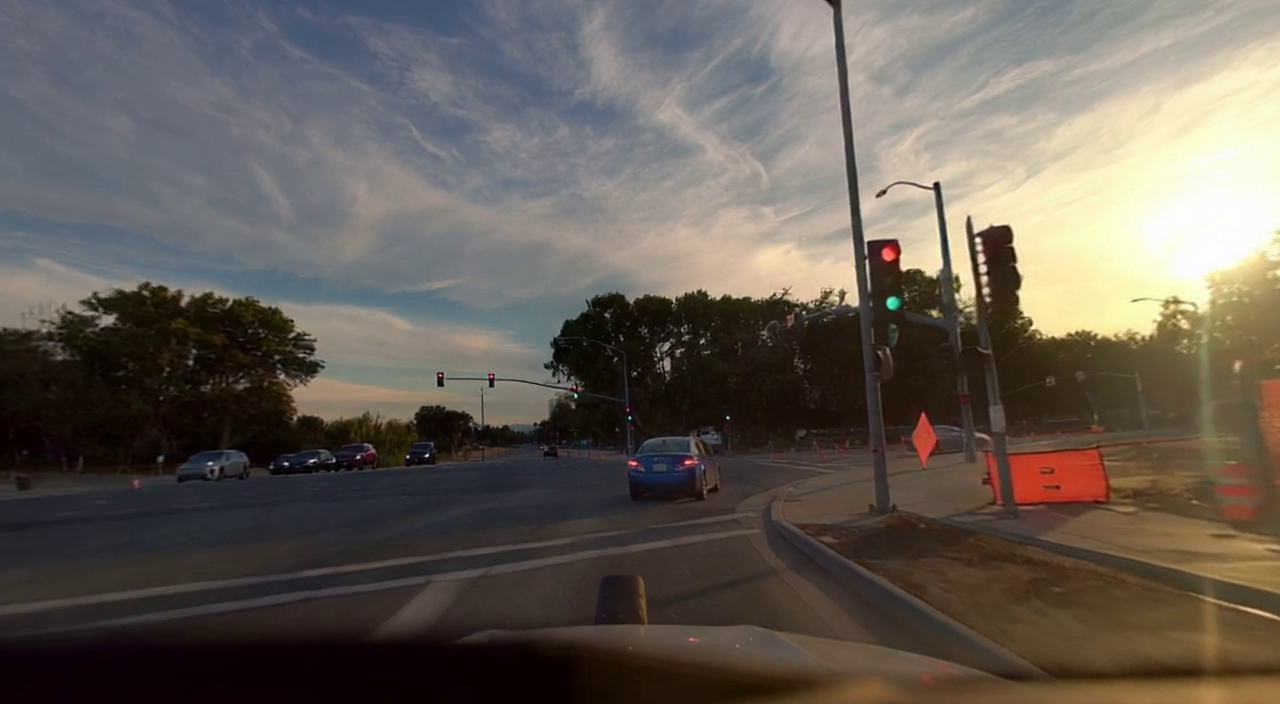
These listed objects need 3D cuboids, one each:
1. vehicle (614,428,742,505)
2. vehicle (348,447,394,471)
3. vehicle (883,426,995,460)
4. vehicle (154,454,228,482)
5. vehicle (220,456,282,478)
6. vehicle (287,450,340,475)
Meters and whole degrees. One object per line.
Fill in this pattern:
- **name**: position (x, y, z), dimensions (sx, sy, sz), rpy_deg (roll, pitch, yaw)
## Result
- **vehicle**: position (1.067, 2.613, 14.886), dimensions (2.183, 1.506, 4.286), rpy_deg (-3, -9, 15)
- **vehicle**: position (-21.169, 8.417, 49.873), dimensions (2.101, 1.759, 4.619), rpy_deg (1, -9, -7)
- **vehicle**: position (13.748, 4.177, 29.100), dimensions (4.467, 1.477, 1.873), rpy_deg (2, -8, -16)
- **vehicle**: position (-30.746, 7.949, 43.439), dimensions (2.142, 1.723, 4.692), rpy_deg (1, -9, -8)
- **vehicle**: position (-27.914, 8.242, 45.490), dimensions (2.024, 1.448, 4.478), rpy_deg (1, -9, -7)
- **vehicle**: position (-24.448, 8.274, 47.510), dimensions (2.081, 1.670, 4.376), rpy_deg (1, -9, -8)
